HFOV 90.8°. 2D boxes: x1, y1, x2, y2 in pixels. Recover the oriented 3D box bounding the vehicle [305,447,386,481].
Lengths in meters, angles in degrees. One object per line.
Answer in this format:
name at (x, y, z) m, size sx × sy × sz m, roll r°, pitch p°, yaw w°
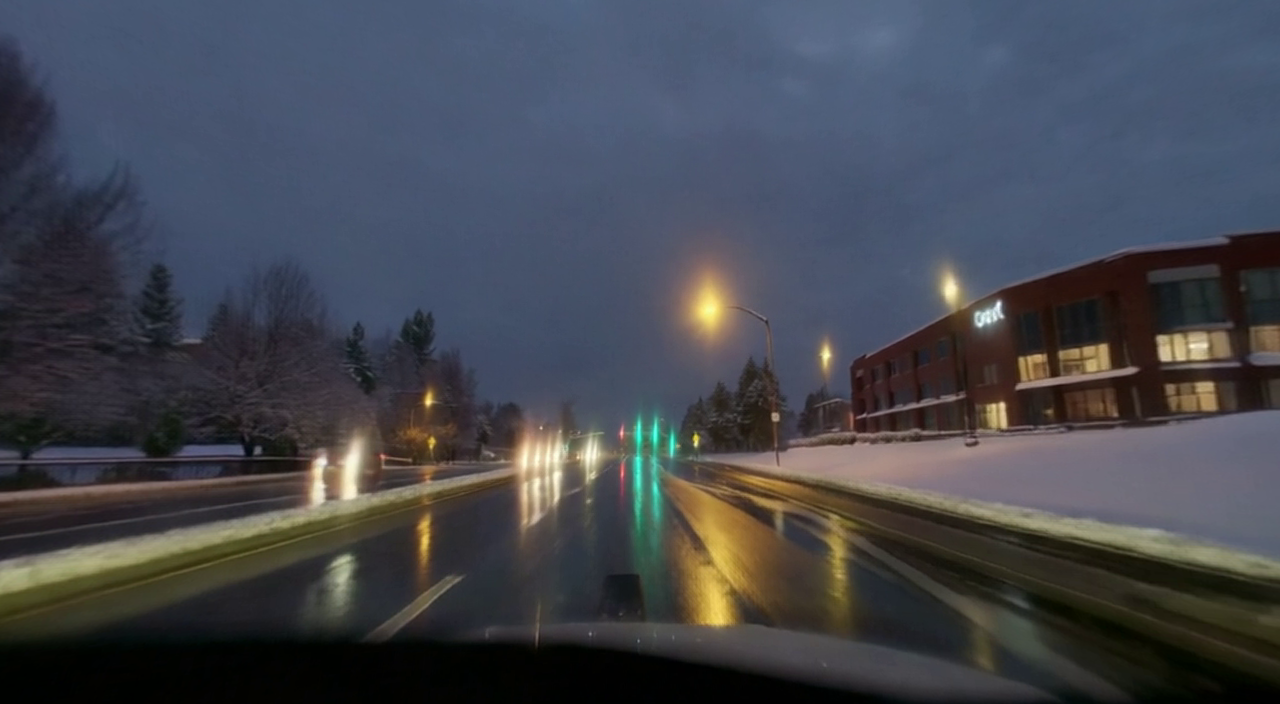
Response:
vehicle at (-16.007, 6.094, 34.678) m, size 2.131 × 1.679 × 4.554 m, roll -1°, pitch -8°, yaw 2°
